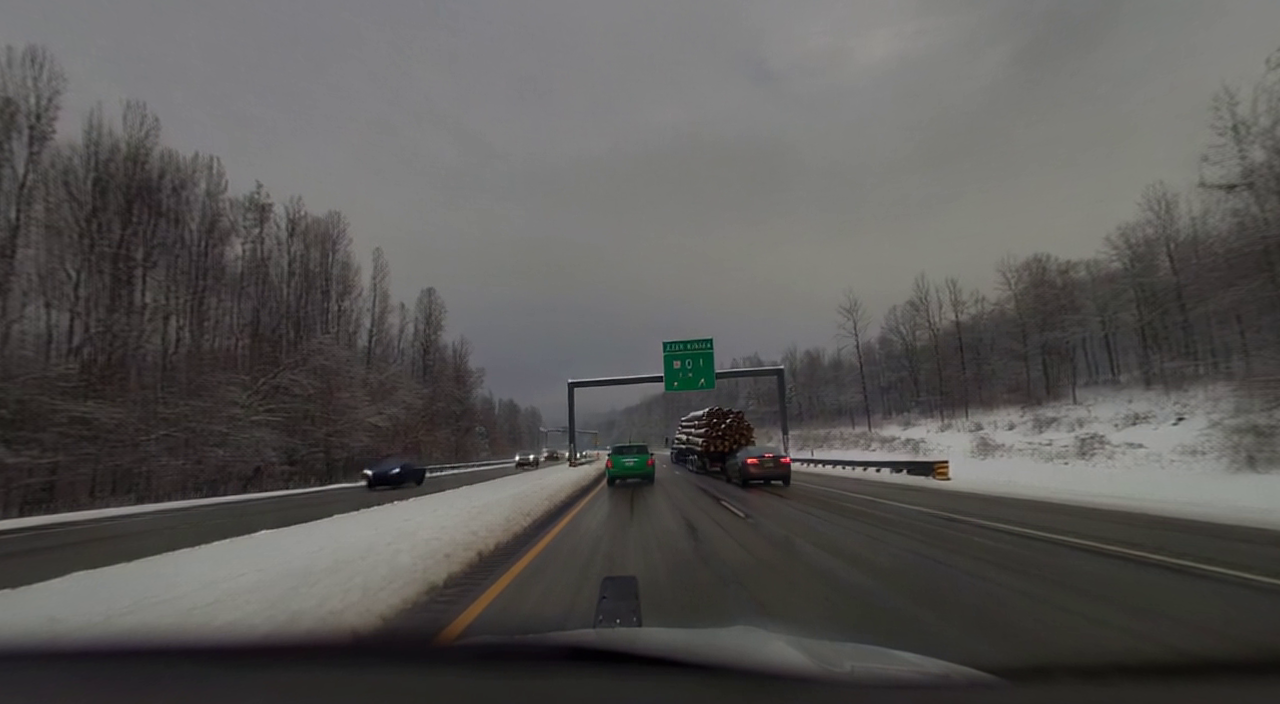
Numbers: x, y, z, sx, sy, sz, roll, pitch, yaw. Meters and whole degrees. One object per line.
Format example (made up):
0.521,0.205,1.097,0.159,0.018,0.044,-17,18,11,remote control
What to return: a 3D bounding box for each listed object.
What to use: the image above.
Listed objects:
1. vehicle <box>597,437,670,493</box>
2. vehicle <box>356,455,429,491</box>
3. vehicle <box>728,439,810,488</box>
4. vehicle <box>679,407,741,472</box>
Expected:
-0.232,3.835,21.533,2.263,1.699,3.936,0,-9,-1,vehicle
-12.769,6.245,32.691,1.987,1.612,4.522,0,-9,0,vehicle
4.802,4.218,24.062,2.057,1.660,4.525,0,-9,-2,vehicle
4.569,6.017,42.800,3.125,3.895,8.461,0,-9,-1,vehicle
